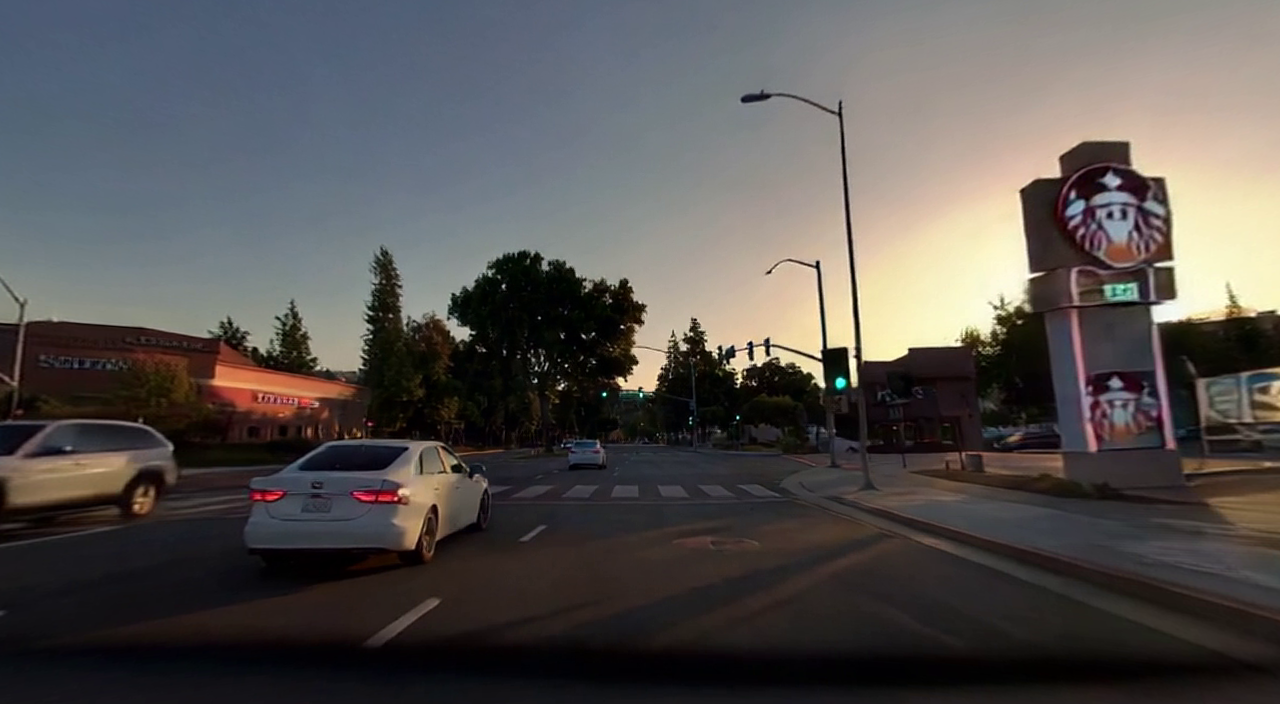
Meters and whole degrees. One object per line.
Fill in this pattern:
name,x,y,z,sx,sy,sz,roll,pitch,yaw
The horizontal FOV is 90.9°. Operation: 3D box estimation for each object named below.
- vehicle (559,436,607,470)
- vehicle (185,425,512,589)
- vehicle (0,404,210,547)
vehicle,-2.959,5.393,33.719,2.109,1.692,4.220,0,-8,1
vehicle,-3.123,1.746,8.028,2.018,1.477,4.401,0,-8,1
vehicle,-9.627,1.904,10.091,2.030,1.906,4.661,0,-8,2
